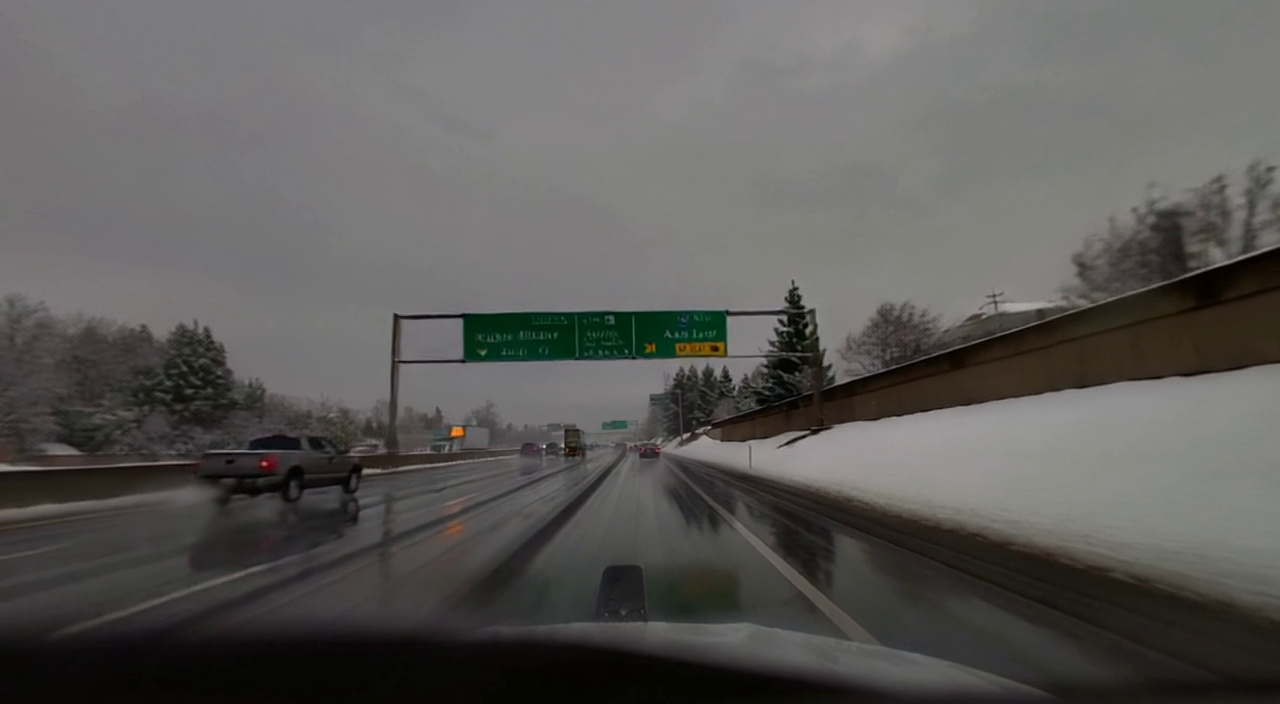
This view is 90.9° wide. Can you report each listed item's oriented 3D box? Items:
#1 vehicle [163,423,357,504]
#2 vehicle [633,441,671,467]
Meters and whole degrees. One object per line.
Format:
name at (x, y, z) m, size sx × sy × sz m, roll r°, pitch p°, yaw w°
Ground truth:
vehicle at (-9.784, 2.894, 16.867) m, size 2.246 × 1.812 × 4.740 m, roll 0°, pitch -8°, yaw -1°
vehicle at (0.710, 6.181, 38.340) m, size 2.137 × 1.461 × 3.999 m, roll 0°, pitch -8°, yaw 0°
